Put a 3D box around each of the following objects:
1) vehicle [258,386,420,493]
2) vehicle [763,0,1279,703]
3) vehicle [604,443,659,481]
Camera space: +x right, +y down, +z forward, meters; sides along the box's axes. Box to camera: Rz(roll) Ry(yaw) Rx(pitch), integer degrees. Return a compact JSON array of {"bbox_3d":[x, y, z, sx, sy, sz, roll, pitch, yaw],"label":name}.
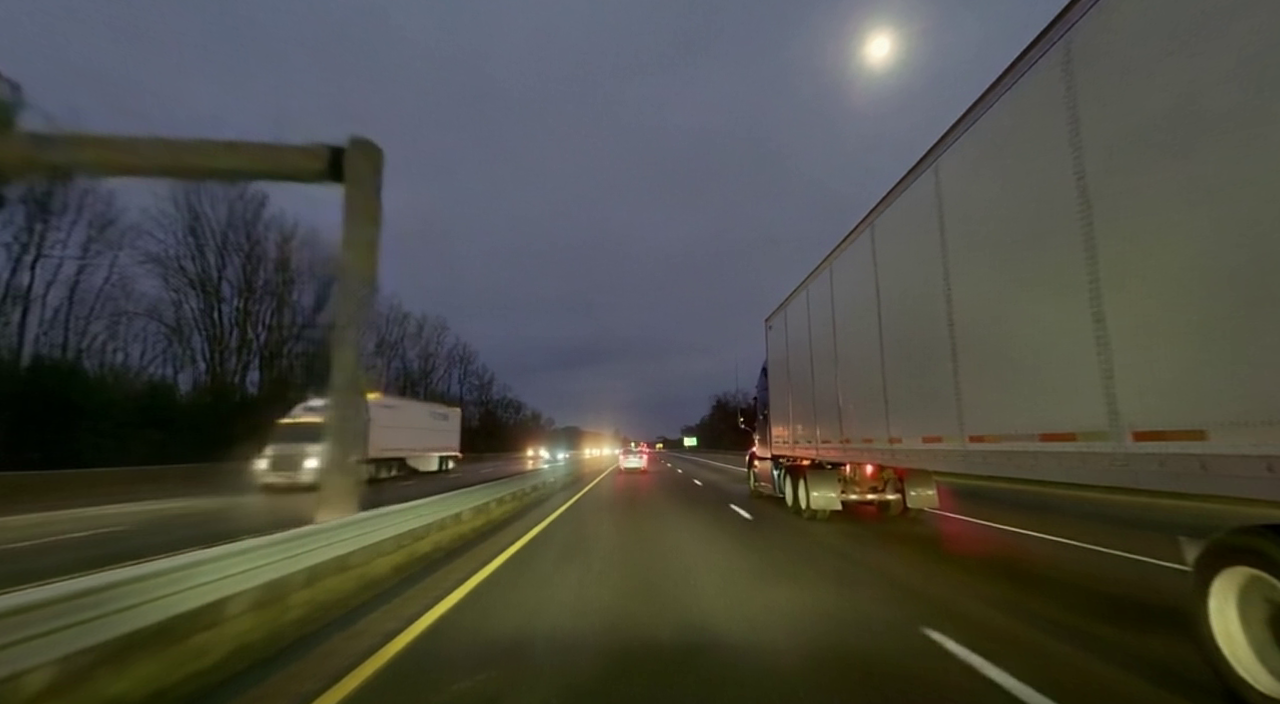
[{"bbox_3d":[-13.204,4.032,28.642,3.253,4.163,8.081,0,-9,0],"label":"vehicle"},{"bbox_3d":[4.480,0.183,6.610,3.317,4.020,14.141,0,-9,-1],"label":"vehicle"},{"bbox_3d":[-0.379,4.847,27.807,2.244,1.506,4.097,0,-9,-1],"label":"vehicle"}]
